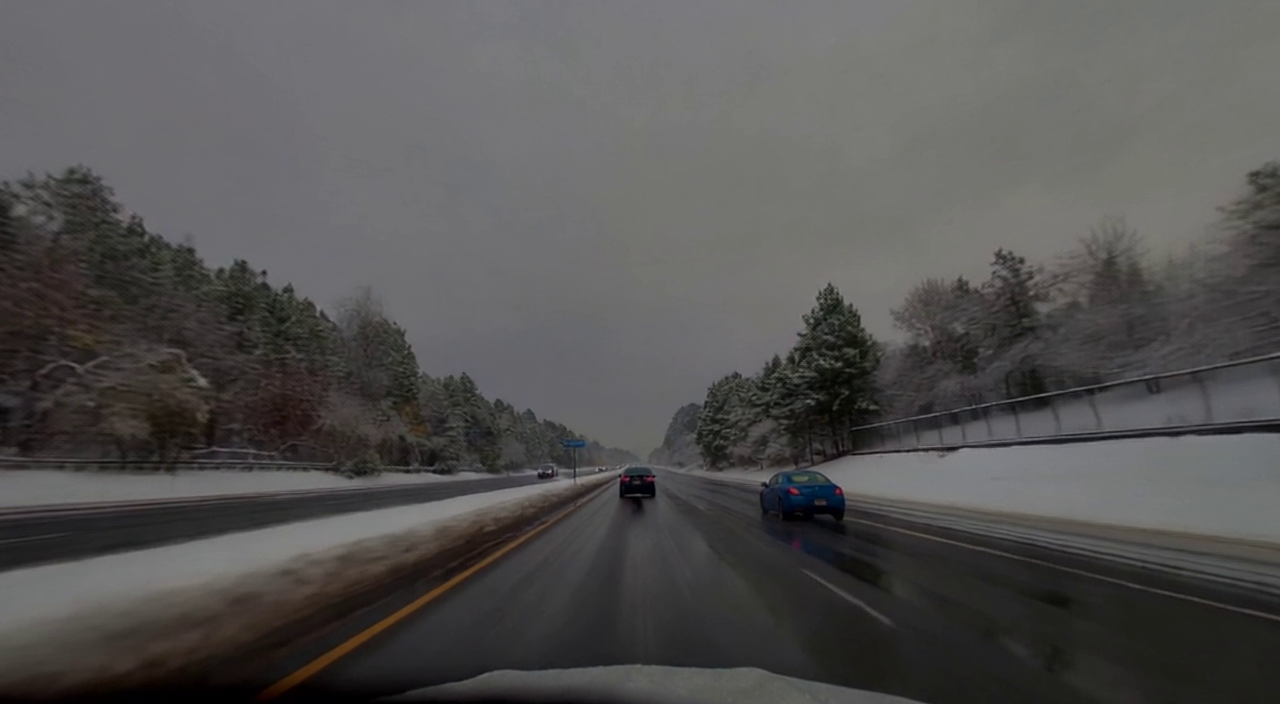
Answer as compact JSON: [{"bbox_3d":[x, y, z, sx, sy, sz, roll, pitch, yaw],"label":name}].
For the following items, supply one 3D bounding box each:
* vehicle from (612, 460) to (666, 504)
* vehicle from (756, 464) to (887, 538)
[{"bbox_3d":[-0.032,5.330,25.979,2.037,1.605,3.833,1,-11,0],"label":"vehicle"},{"bbox_3d":[4.233,3.554,15.448,1.938,1.494,4.032,1,-11,-1],"label":"vehicle"}]
